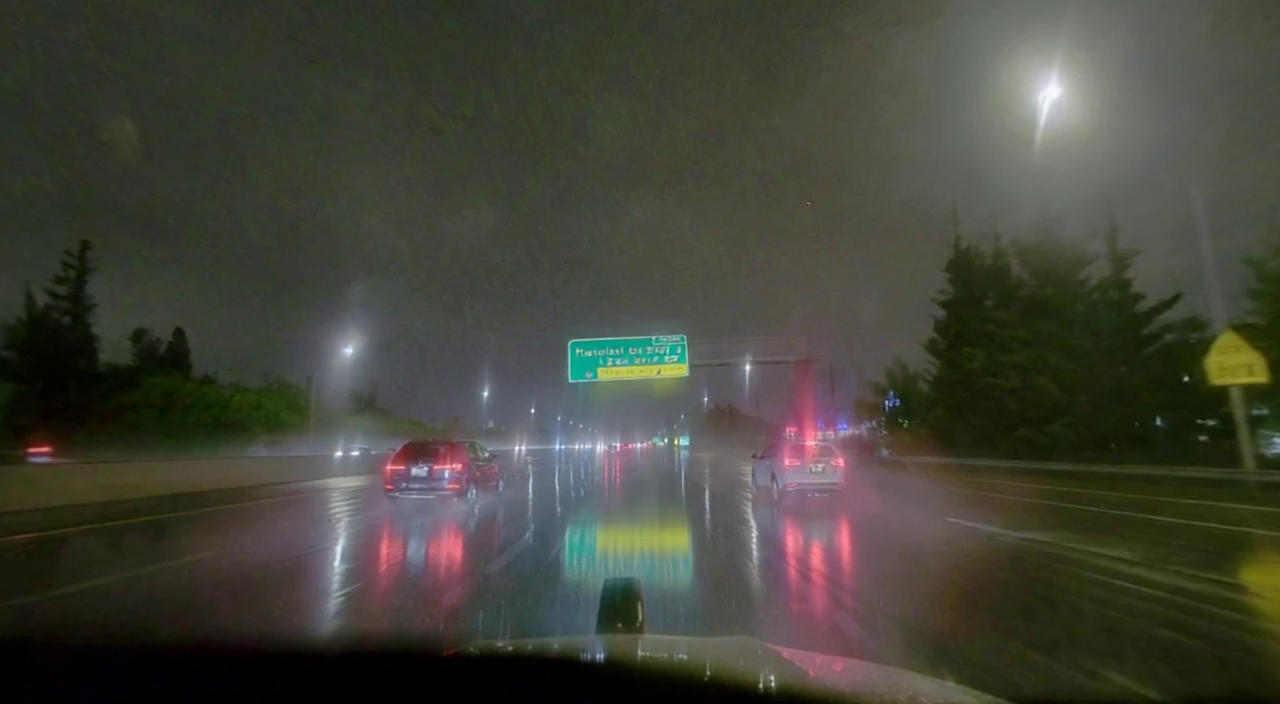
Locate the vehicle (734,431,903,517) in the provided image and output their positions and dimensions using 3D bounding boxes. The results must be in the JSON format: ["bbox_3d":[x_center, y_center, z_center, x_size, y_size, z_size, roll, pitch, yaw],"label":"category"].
[{"bbox_3d":[3.523,2.521,13.670,2.164,1.507,4.914,0,-8,-1],"label":"vehicle"}]

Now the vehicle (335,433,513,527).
[{"bbox_3d":[-3.941,2.387,12.399,1.939,1.508,4.272,0,-8,1],"label":"vehicle"}]
